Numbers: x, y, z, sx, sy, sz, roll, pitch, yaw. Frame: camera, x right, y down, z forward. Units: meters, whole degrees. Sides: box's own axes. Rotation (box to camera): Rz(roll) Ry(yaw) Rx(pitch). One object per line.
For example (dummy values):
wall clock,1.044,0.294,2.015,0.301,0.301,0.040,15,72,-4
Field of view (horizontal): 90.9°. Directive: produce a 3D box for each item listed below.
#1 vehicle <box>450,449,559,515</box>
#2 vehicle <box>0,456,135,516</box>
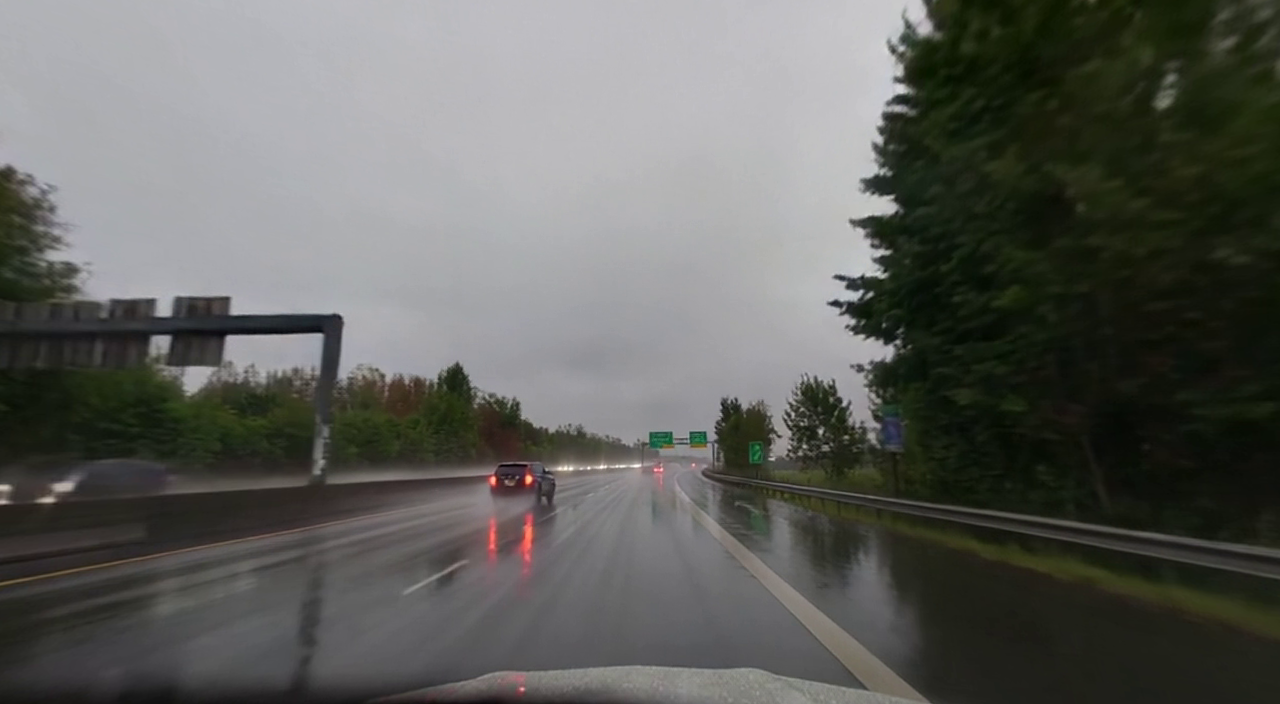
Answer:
vehicle,-3.674,3.662,17.936,2.000,1.594,3.996,1,-10,3
vehicle,-18.794,4.182,19.996,1.959,1.669,4.090,1,-10,1
